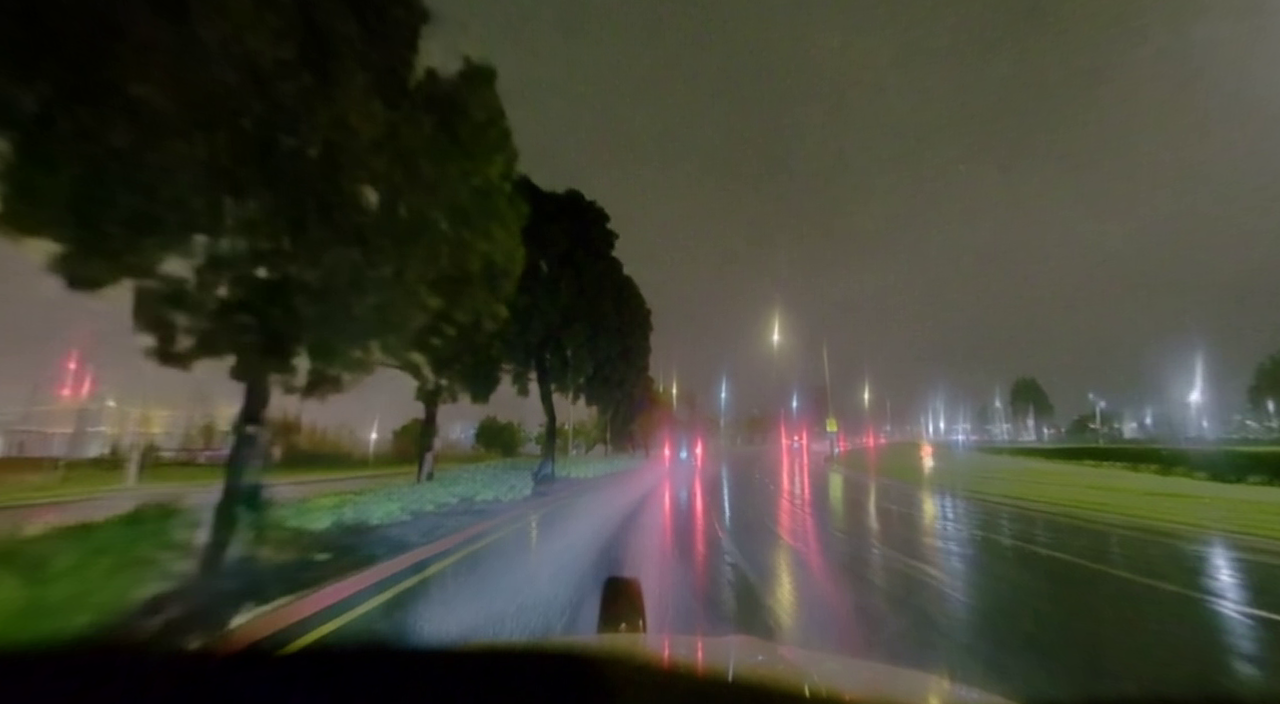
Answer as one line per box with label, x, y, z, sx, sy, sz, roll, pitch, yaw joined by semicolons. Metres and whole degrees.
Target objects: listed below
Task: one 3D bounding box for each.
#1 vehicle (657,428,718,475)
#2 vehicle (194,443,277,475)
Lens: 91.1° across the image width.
vehicle;2.322;4.564;29.088;2.371;1.926;5.615;-1;-8;8
vehicle;-20.499;5.407;32.032;1.829;1.501;4.149;1;-8;-6
